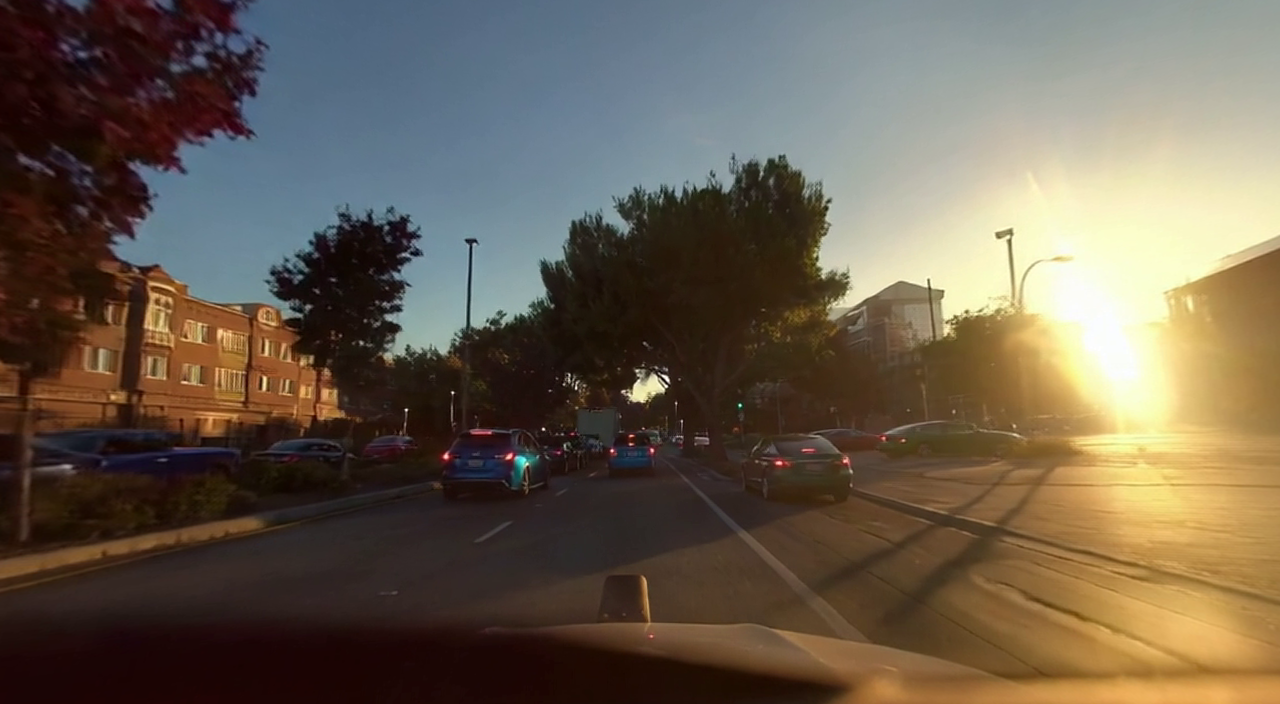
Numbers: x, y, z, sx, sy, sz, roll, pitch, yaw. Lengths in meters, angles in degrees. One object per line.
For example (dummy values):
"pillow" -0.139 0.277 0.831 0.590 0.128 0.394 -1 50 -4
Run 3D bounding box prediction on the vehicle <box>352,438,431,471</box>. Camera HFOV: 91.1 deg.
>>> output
"vehicle" -12.180 5.055 31.136 1.924 1.511 4.640 0 -8 1

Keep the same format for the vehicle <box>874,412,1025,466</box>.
"vehicle" 12.420 3.544 25.460 4.991 1.978 2.090 -8 -12 43

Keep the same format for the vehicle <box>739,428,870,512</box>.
"vehicle" 3.411 2.516 13.824 1.847 1.554 3.885 0 -8 1

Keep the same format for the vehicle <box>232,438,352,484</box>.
"vehicle" -12.380 3.889 22.712 1.843 1.509 4.301 0 -8 1

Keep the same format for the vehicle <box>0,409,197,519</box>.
"vehicle" -12.292 2.243 12.861 2.245 1.908 5.613 0 -8 1

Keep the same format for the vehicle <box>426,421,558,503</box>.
"vehicle" -3.399 2.634 15.428 2.047 1.710 4.314 0 -8 2

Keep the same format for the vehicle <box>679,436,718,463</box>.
"vehicle" 3.352 5.678 36.671 1.948 1.475 4.093 0 -8 0

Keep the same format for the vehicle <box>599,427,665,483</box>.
"vehicle" -0.201 3.483 21.484 2.022 1.700 4.084 0 -8 1
